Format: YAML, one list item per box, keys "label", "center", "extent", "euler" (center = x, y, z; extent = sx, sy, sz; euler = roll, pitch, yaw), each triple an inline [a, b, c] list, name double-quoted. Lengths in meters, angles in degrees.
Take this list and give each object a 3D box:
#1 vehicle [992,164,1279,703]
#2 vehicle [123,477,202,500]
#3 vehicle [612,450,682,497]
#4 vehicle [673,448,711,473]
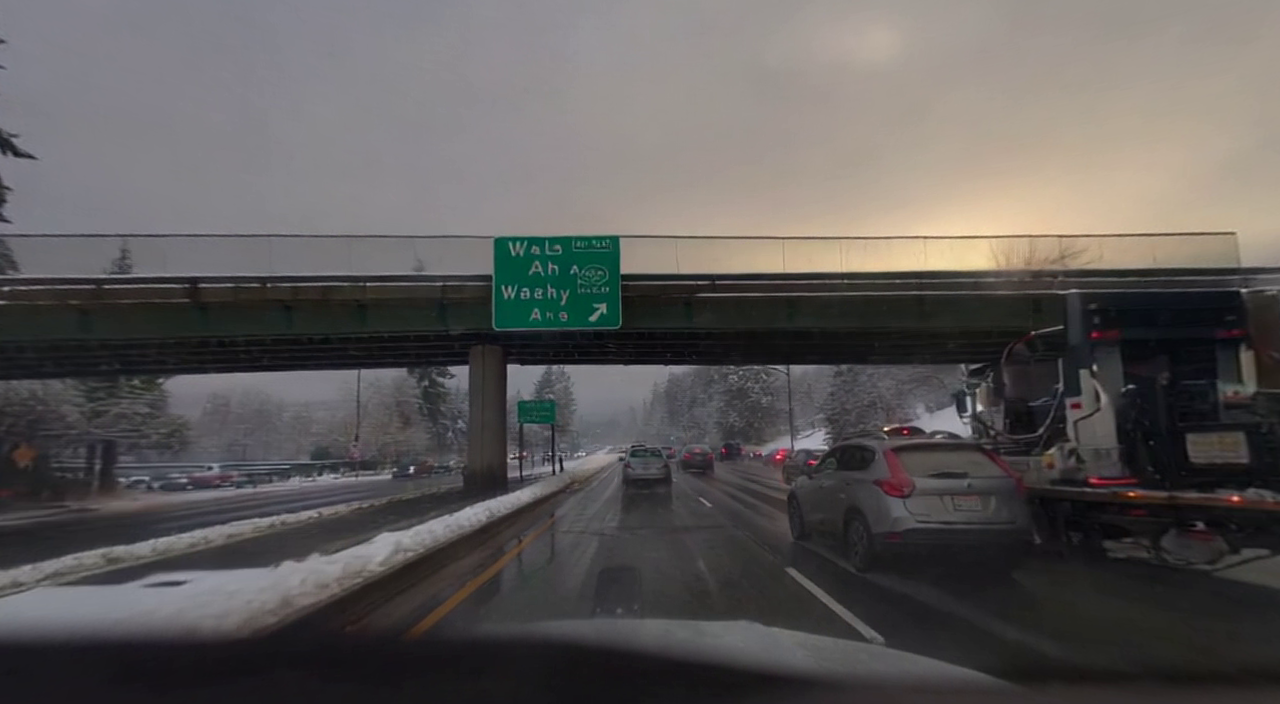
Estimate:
- label: "vehicle"
  center: [3.301, 0.438, 1.037]
  extent: [2.588, 2.321, 4.927]
  euler: [0, -9, 1]
- label: "vehicle"
  center: [-32.778, 9.358, 43.413]
  extent: [3.907, 1.435, 1.765]
  euler: [0, -9, -2]
- label: "vehicle"
  center: [0.189, 3.815, 20.244]
  extent: [2.027, 1.341, 3.775]
  euler: [0, -8, 0]
- label: "vehicle"
  center: [3.158, 6.735, 39.330]
  extent: [1.962, 1.431, 4.205]
  euler: [0, -9, -1]
